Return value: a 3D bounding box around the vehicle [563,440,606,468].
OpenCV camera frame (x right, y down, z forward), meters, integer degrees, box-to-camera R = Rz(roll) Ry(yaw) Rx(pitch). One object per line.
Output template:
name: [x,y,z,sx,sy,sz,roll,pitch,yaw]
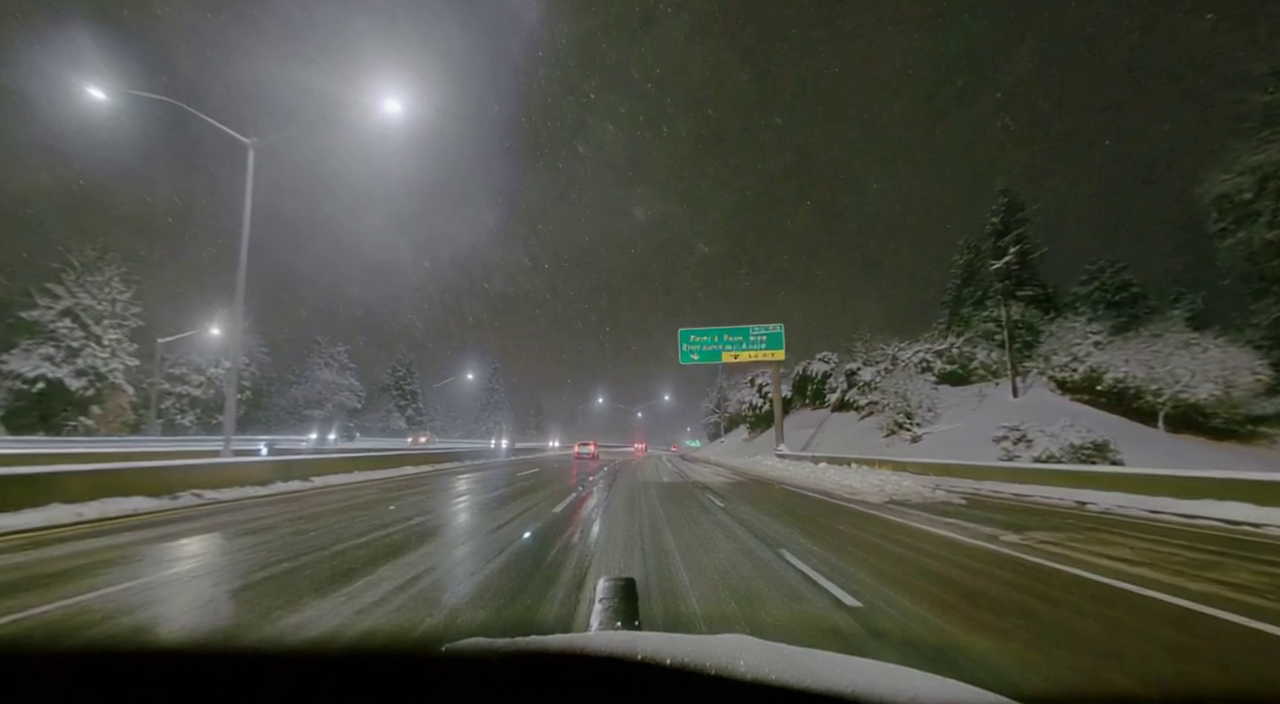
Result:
vehicle: [-3.280,6.114,37.934,2.088,1.565,4.410,0,-8,1]
